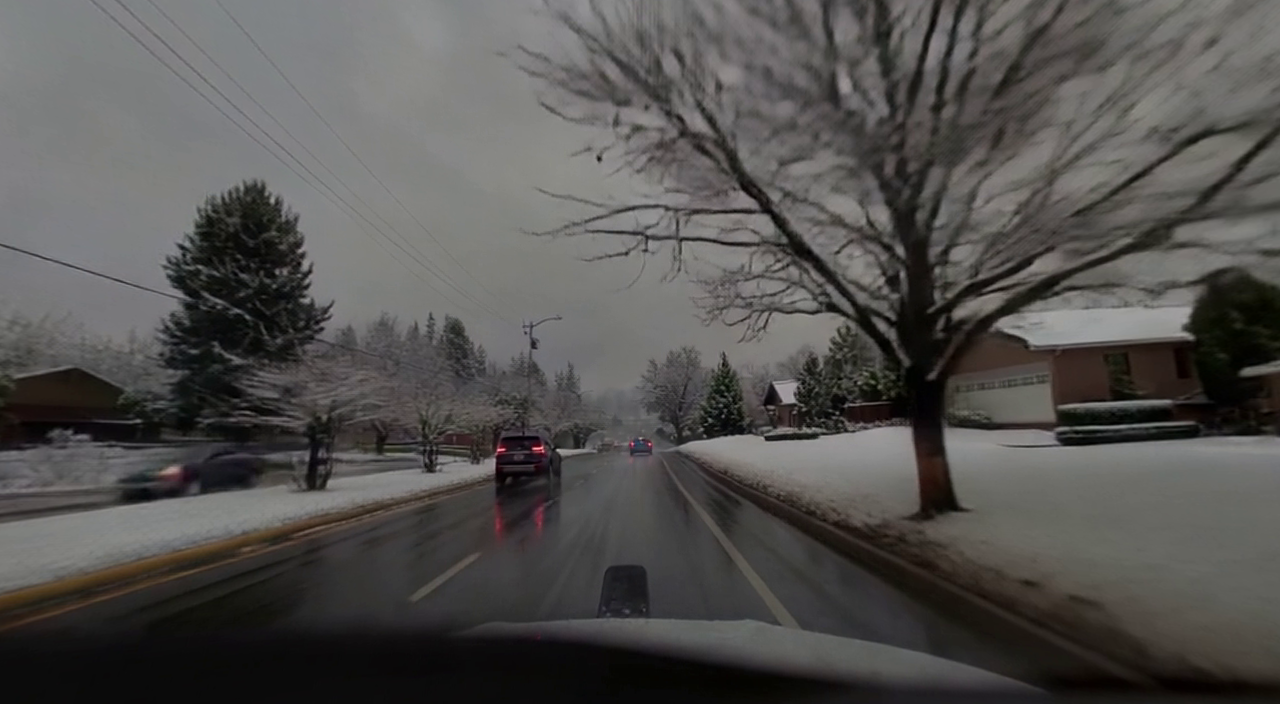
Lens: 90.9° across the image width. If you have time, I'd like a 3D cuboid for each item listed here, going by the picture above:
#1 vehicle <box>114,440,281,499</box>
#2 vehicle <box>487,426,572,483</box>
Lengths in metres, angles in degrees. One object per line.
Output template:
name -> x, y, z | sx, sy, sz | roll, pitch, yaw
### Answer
vehicle -> -15.306, 4.047, 22.295 | 2.008, 1.801, 5.285 | 0, -8, 0
vehicle -> -3.659, 3.505, 21.788 | 2.073, 1.770, 4.302 | 0, -8, 1
